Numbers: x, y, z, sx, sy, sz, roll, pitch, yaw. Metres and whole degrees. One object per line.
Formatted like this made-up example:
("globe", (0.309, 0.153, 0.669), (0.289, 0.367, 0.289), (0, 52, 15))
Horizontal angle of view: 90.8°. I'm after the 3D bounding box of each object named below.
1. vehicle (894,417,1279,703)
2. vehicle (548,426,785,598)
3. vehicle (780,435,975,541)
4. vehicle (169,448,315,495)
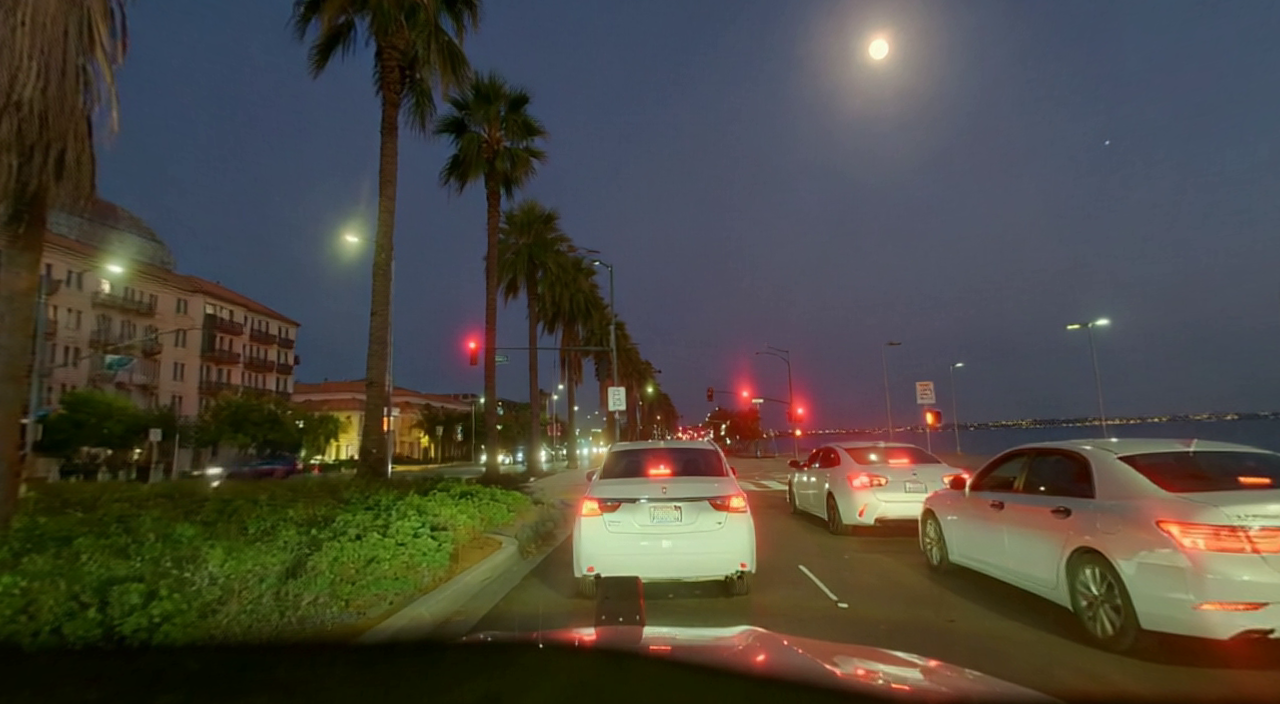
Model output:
("vehicle", (3.915, 1.362, 5.086), (1.913, 1.469, 4.425), (0, -9, 0))
("vehicle", (0.262, 1.704, 7.501), (2.093, 1.503, 3.681), (0, -9, 1))
("vehicle", (3.896, 2.287, 11.308), (1.920, 1.490, 4.417), (-1, -9, 2))
("vehicle", (-15.229, 4.570, 24.532), (2.022, 1.604, 4.495), (-3, -9, 16))
